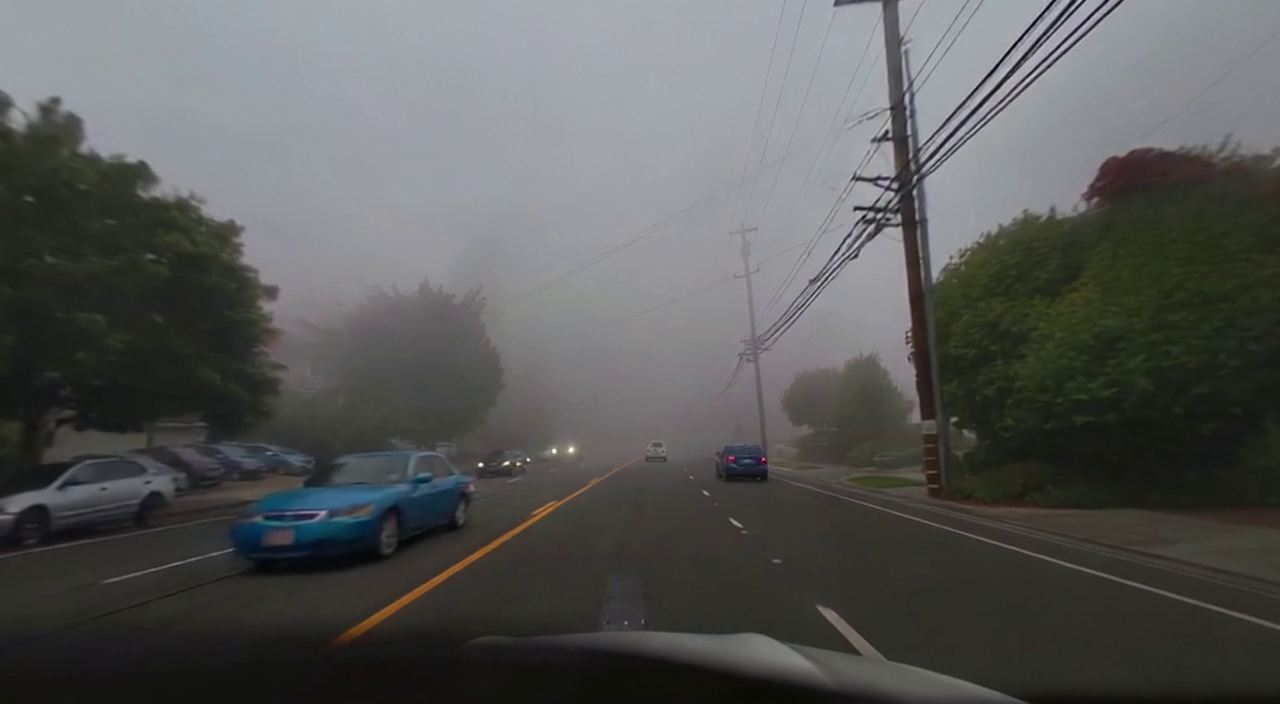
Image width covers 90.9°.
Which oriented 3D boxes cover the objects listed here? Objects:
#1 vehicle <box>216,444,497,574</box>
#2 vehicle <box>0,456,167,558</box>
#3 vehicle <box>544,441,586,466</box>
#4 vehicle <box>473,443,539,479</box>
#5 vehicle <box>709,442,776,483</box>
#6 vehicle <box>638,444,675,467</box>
[{"bbox_3d":[-3.539,2.015,9.015,1.892,1.354,4.476,0,-8,1],"label":"vehicle"},{"bbox_3d":[-10.526,2.529,10.523,1.807,1.451,4.367,-1,-8,1],"label":"vehicle"},{"bbox_3d":[-5.667,7.737,48.161,2.303,1.789,5.423,-1,-8,3],"label":"vehicle"},{"bbox_3d":[-6.440,5.274,30.837,1.997,1.566,4.637,-1,-8,3],"label":"vehicle"},{"bbox_3d":[4.018,4.386,25.470,1.951,1.479,4.487,0,-8,0],"label":"vehicle"},{"bbox_3d":[1.115,6.742,41.293,2.298,1.359,4.081,-1,-8,2],"label":"vehicle"}]
